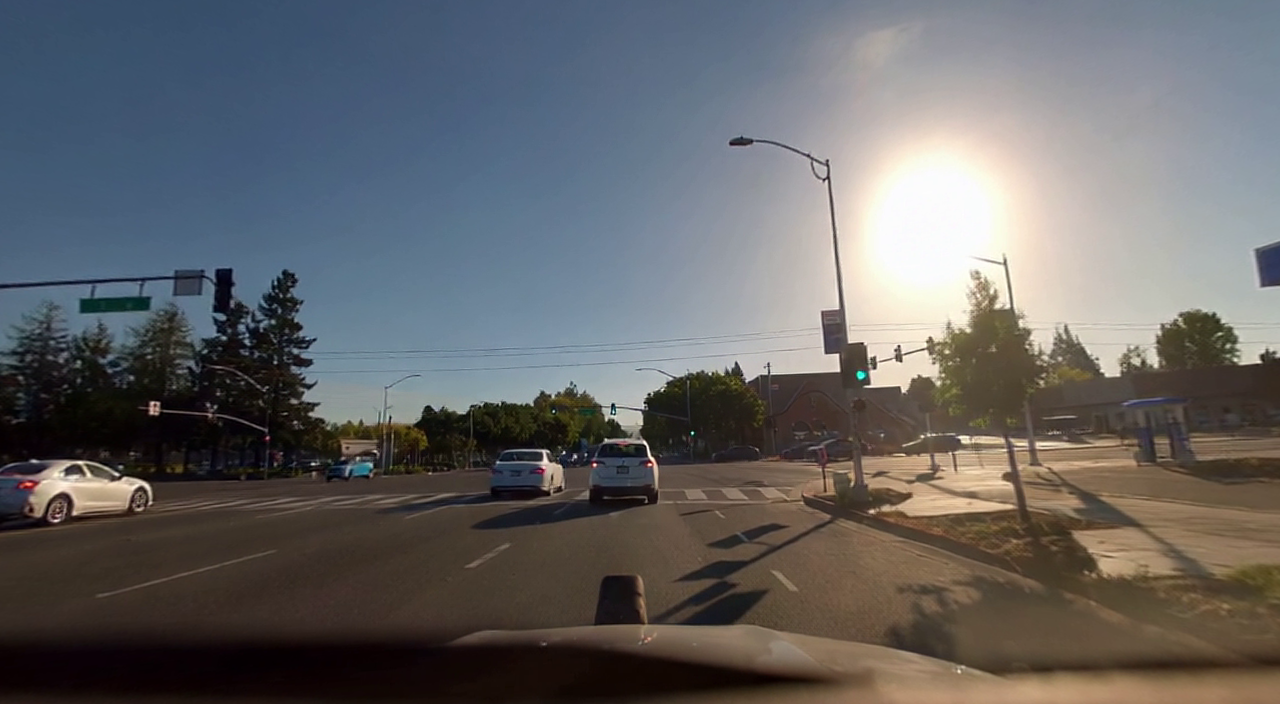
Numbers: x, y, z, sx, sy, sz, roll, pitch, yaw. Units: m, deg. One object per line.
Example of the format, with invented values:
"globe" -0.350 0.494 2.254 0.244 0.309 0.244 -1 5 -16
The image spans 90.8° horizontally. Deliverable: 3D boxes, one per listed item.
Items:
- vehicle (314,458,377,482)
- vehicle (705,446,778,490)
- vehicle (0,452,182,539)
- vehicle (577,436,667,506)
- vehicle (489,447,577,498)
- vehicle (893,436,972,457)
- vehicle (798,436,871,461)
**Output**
"vehicle" -20.831 8.372 44.929 1.949 1.480 4.932 0 -8 2
"vehicle" 3.902 4.275 23.664 1.976 1.462 4.342 -3 -9 18
"vehicle" -13.451 3.181 14.716 1.995 1.626 4.592 0 -8 2
"vehicle" -0.403 3.253 17.757 2.210 1.722 4.215 0 -8 1
"vehicle" -3.372 3.897 20.870 2.003 1.492 4.291 0 -8 2
"vehicle" 20.699 6.686 44.826 4.700 1.417 1.789 0 -8 2
"vehicle" 13.828 6.899 45.107 4.524 1.681 1.823 0 -8 0
